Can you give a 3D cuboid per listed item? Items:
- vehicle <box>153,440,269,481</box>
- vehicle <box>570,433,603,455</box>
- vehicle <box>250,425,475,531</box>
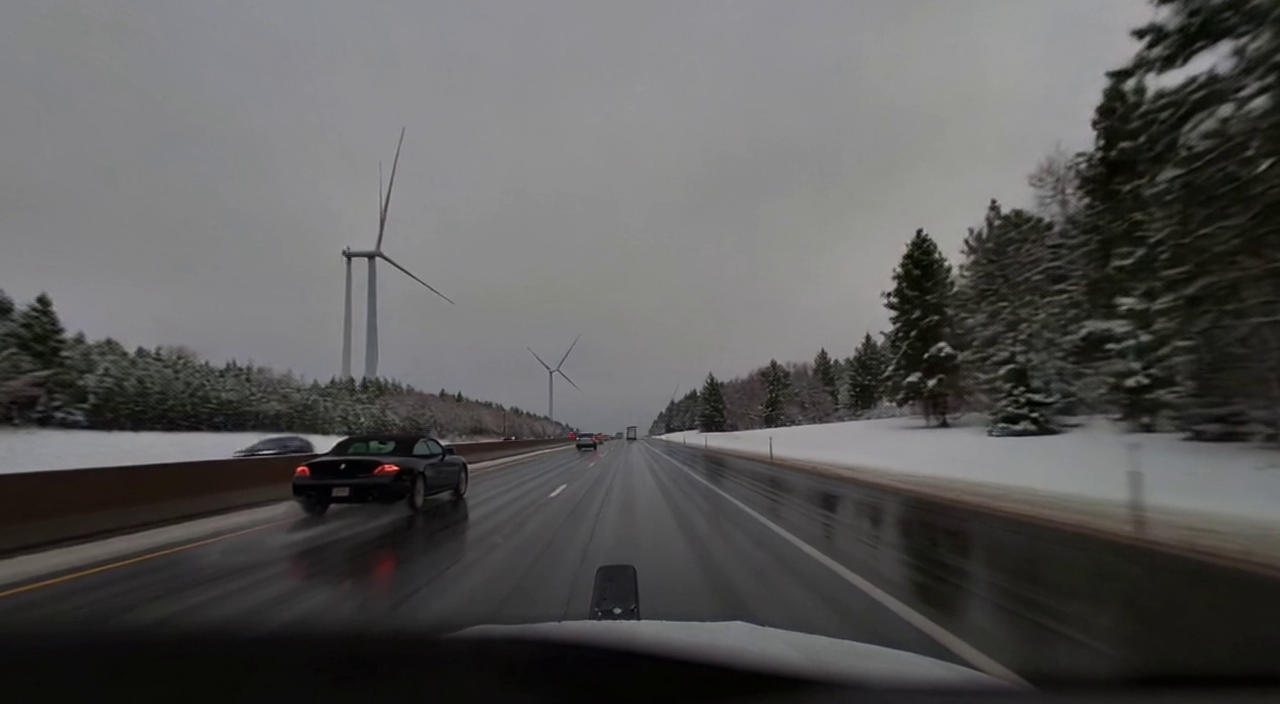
[{"bbox_3d":[-17.334,4.358,25.726,1.900,1.528,4.061,0,-8,-1],"label":"vehicle"},{"bbox_3d":[-3.631,6.284,43.212,2.024,1.456,3.754,0,-8,-2],"label":"vehicle"},{"bbox_3d":[-4.302,1.989,10.648,1.969,1.413,4.194,0,-8,-1],"label":"vehicle"}]
